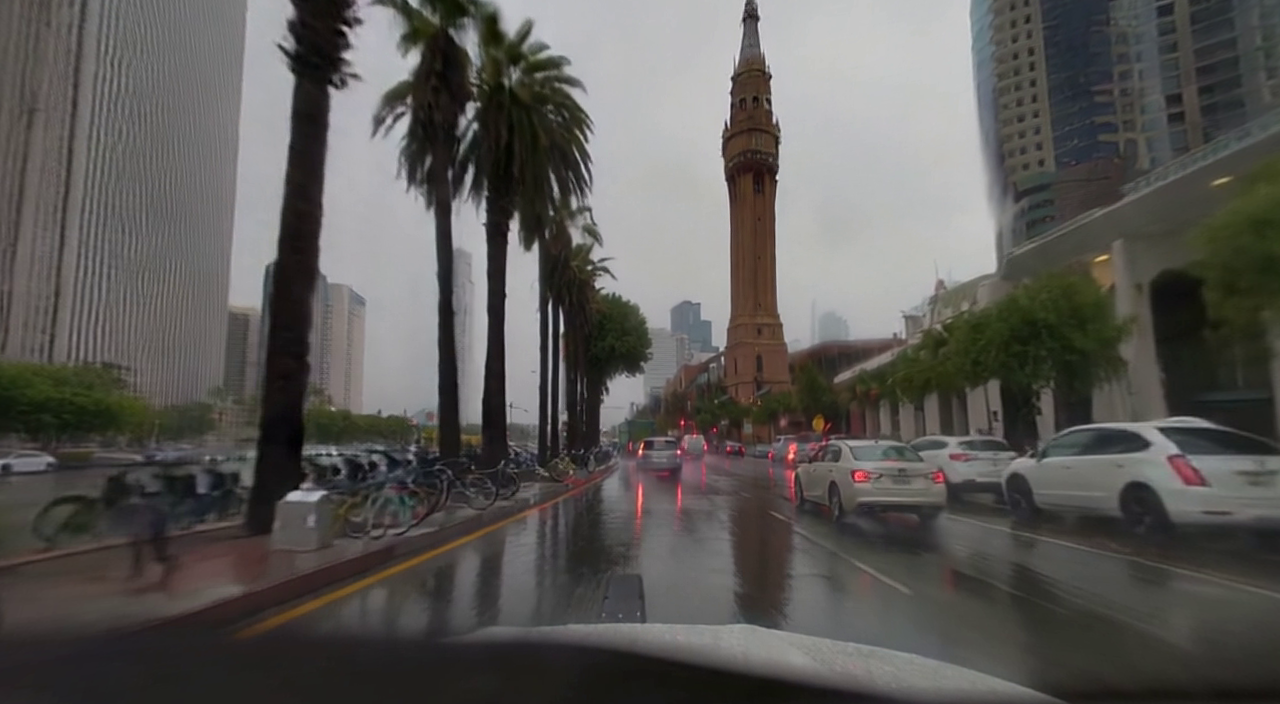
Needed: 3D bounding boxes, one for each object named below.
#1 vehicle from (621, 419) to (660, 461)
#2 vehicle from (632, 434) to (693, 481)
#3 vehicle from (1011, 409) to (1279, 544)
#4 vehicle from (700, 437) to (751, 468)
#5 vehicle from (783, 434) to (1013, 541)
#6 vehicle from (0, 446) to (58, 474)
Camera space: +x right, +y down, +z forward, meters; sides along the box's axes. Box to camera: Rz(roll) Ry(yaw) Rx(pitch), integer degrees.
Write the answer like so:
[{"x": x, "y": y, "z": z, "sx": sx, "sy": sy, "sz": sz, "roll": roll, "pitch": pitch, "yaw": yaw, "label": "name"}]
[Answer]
[{"x": -0.054, "y": 6.516, "z": 46.604, "sx": 2.400, "sy": 2.872, "sz": 6.053, "roll": 0, "pitch": -8, "yaw": -4, "label": "vehicle"}, {"x": 0.798, "y": 3.931, "z": 23.721, "sx": 2.111, "sy": 1.605, "sz": 3.832, "roll": 0, "pitch": -8, "yaw": 1, "label": "vehicle"}, {"x": 9.302, "y": 2.161, "z": 11.666, "sx": 2.041, "sy": 1.941, "sz": 4.884, "roll": 0, "pitch": -8, "yaw": 2, "label": "vehicle"}, {"x": 4.743, "y": 5.646, "z": 35.689, "sx": 1.981, "sy": 1.572, "sz": 4.718, "roll": 0, "pitch": -8, "yaw": -3, "label": "vehicle"}, {"x": 4.229, "y": 2.280, "z": 11.425, "sx": 2.116, "sy": 1.500, "sz": 4.702, "roll": 0, "pitch": -8, "yaw": -1, "label": "vehicle"}, {"x": -41.522, "y": 7.108, "z": 41.850, "sx": 2.006, "sy": 1.732, "sz": 4.736, "roll": 1, "pitch": -8, "yaw": -10, "label": "vehicle"}]
